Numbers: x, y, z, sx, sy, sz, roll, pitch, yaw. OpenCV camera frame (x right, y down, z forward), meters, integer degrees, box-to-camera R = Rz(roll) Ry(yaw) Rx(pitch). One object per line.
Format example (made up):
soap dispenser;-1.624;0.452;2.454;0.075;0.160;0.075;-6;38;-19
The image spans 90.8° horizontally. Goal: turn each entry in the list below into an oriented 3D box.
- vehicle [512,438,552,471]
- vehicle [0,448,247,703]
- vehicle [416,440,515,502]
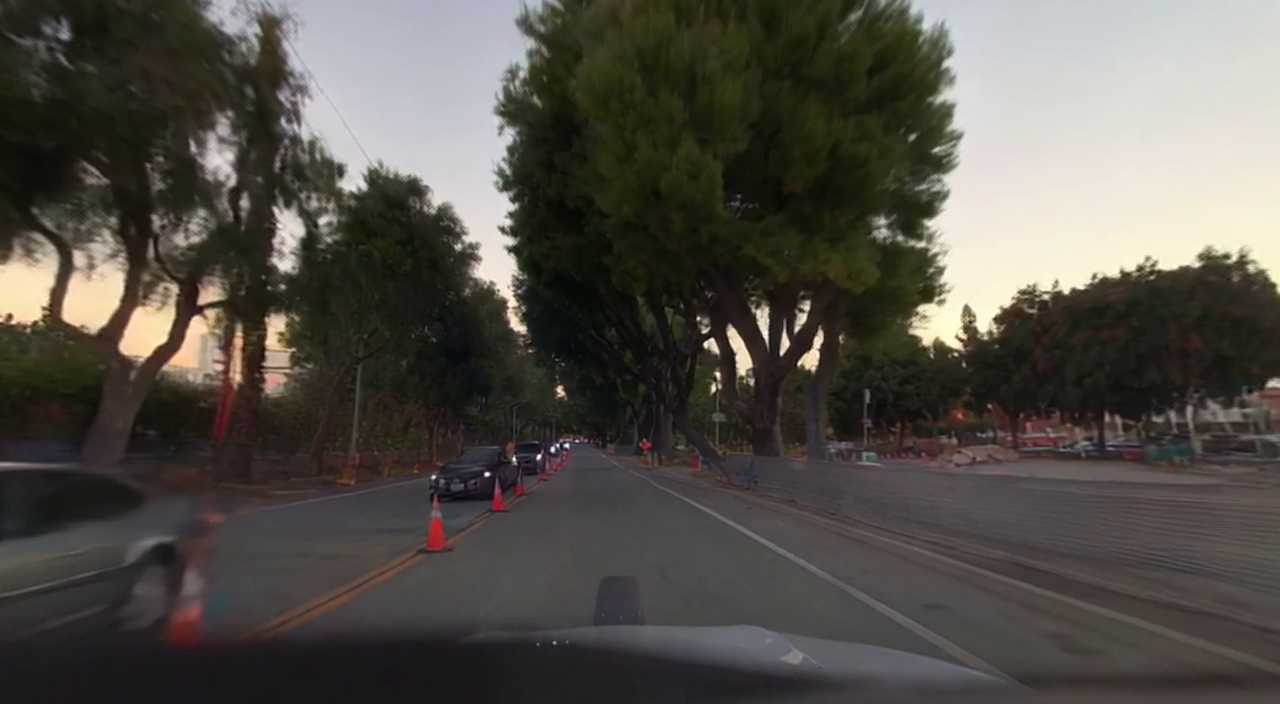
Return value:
vehicle;-7.109;6.804;42.095;2.064;2.009;4.512;0;-9;-3
vehicle;-4.549;1.262;3.484;1.975;1.415;4.194;-1;-9;2
vehicle;-5.117;3.534;19.134;2.001;1.642;3.942;0;-9;-2
